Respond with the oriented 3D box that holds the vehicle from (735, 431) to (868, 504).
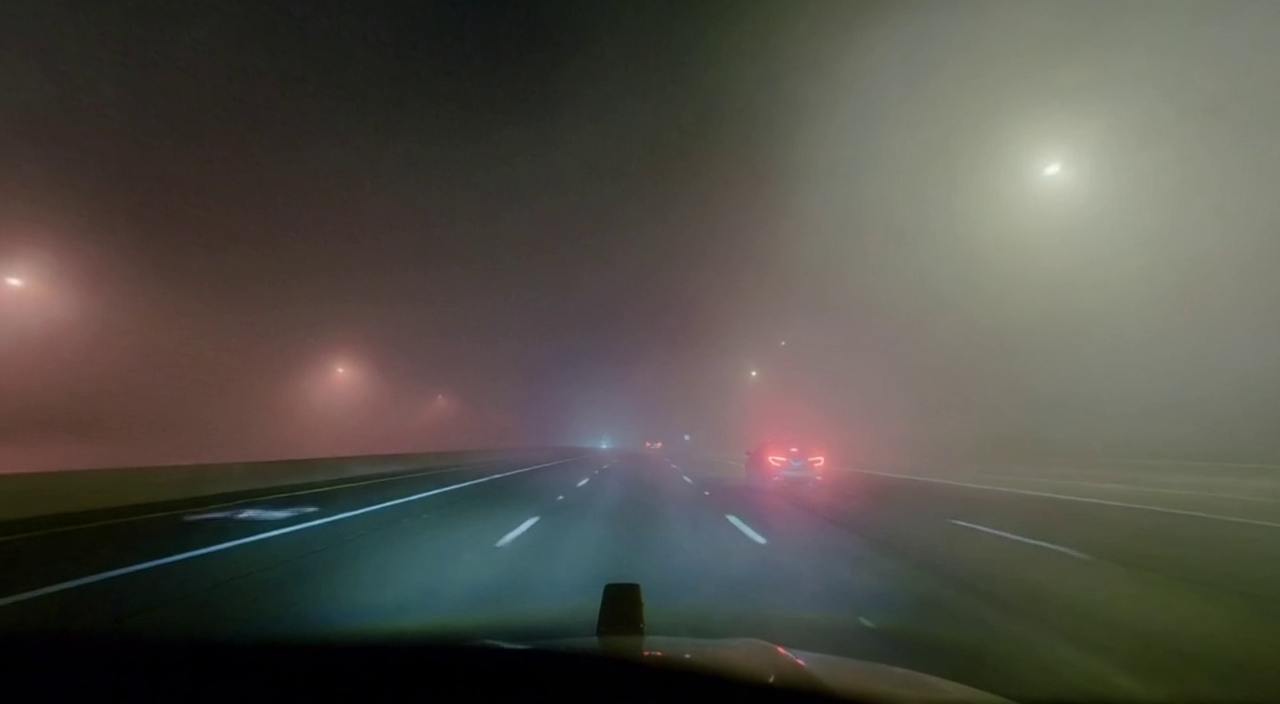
[{"bbox_3d":[3.701,2.737,15.429,1.999,1.492,4.673,0,-8,0],"label":"vehicle"}]
